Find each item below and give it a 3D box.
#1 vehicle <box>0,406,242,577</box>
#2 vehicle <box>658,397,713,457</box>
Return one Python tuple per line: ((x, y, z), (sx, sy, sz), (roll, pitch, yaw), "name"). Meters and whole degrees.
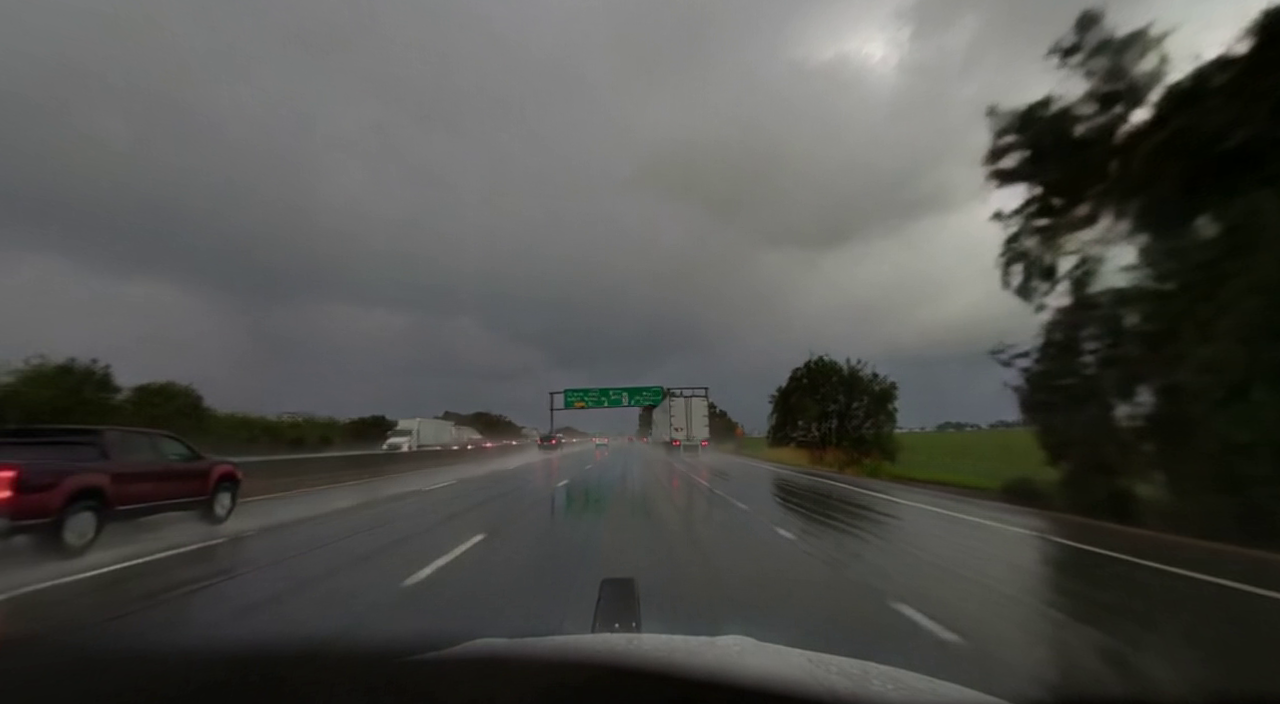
((-7.211, 1.525, 7.393), (2.076, 1.636, 4.597), (0, -8, 0), "vehicle")
((3.006, 5.446, 45.267), (2.760, 3.710, 12.230), (0, -7, -1), "vehicle")
